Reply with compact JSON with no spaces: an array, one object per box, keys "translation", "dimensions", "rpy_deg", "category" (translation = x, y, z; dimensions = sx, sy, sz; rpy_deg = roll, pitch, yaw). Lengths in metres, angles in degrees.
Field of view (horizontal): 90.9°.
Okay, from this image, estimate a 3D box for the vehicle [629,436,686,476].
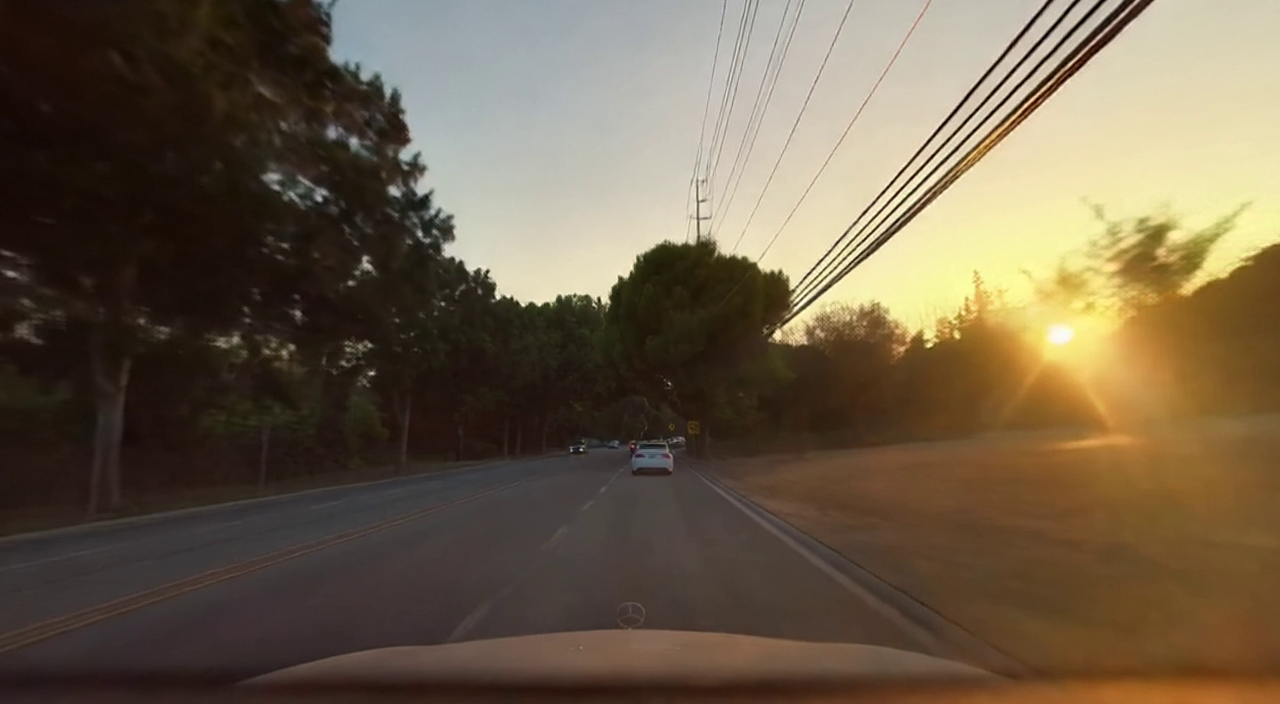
[{"translation":[0.691,4.239,25.860],"dimensions":[2.153,1.461,4.374],"rpy_deg":[0,-8,1],"category":"vehicle"}]
